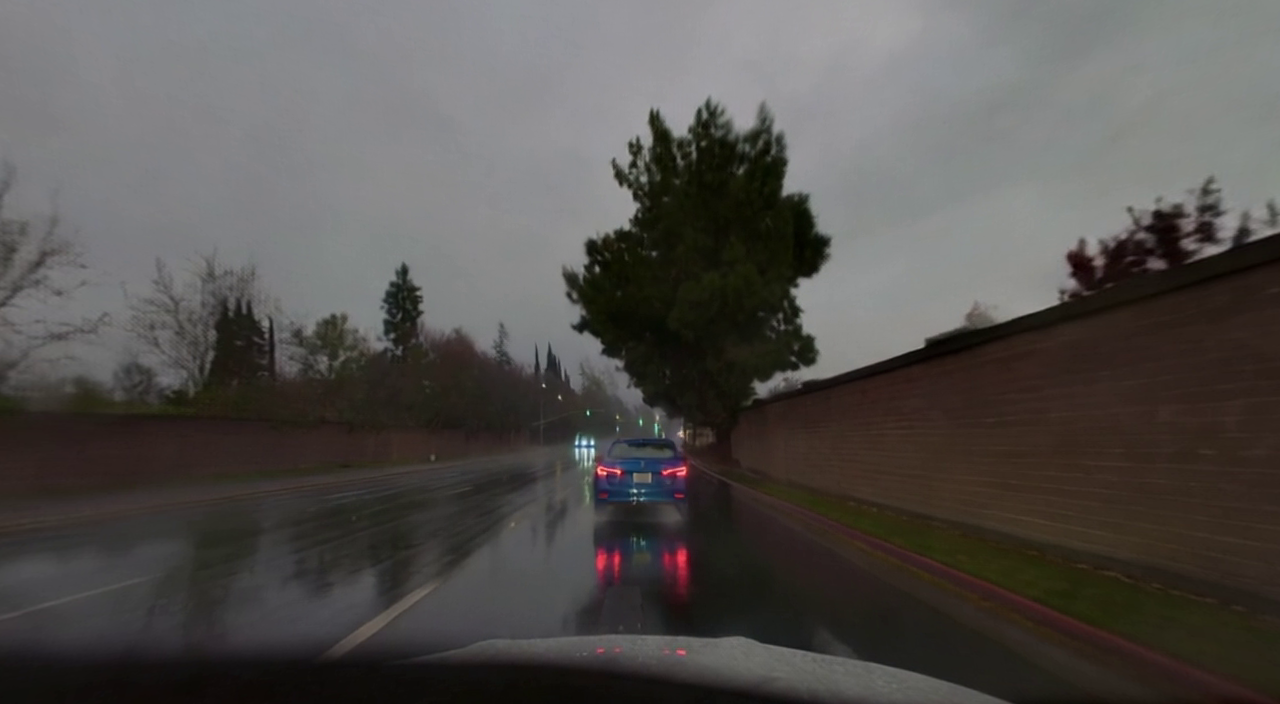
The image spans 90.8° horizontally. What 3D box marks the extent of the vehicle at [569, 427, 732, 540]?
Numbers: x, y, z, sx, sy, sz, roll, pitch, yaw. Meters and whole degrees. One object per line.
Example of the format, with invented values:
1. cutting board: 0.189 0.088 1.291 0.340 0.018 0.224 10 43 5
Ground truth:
1. vehicle: 0.093 2.094 10.754 2.205 1.509 4.272 0 -8 -1
